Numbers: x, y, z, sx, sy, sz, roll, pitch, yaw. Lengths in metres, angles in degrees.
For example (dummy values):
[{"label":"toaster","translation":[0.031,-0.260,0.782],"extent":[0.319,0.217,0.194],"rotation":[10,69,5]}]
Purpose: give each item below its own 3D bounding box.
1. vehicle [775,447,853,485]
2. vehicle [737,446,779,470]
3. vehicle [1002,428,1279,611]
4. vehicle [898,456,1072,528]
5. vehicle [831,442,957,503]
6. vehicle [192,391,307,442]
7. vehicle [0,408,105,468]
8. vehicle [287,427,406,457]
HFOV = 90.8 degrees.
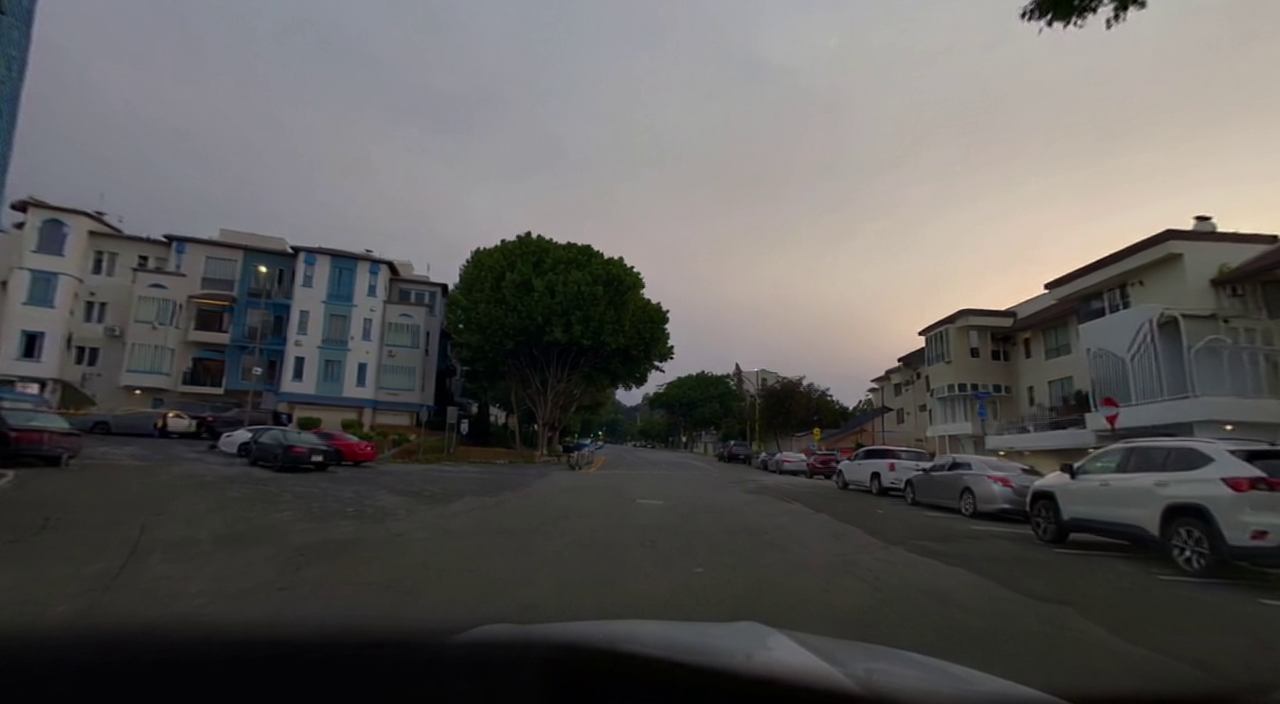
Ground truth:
[{"label":"vehicle","translation":[7.850,5.176,29.008],"extent":[2.122,1.554,4.777],"rotation":[0,-8,-1]},{"label":"vehicle","translation":[7.716,6.917,41.572],"extent":[1.901,1.495,4.340],"rotation":[0,-8,0]},{"label":"vehicle","translation":[7.500,2.012,8.689],"extent":[2.181,1.792,5.066],"rotation":[0,-8,2]},{"label":"vehicle","translation":[7.812,3.165,14.851],"extent":[1.900,1.368,4.176],"rotation":[-1,-8,3]},{"label":"vehicle","translation":[7.919,3.770,20.292],"extent":[1.917,1.704,4.840],"rotation":[0,-8,-2]},{"label":"vehicle","translation":[-18.718,3.106,30.285],"extent":[4.598,1.645,2.019],"rotation":[8,-5,20]},{"label":"vehicle","translation":[-16.525,2.356,17.197],"extent":[4.175,1.436,2.017],"rotation":[-7,-11,37]},{"label":"vehicle","translation":[-13.600,4.194,29.531],"extent":[4.603,1.335,1.889],"rotation":[1,-9,-8]}]
